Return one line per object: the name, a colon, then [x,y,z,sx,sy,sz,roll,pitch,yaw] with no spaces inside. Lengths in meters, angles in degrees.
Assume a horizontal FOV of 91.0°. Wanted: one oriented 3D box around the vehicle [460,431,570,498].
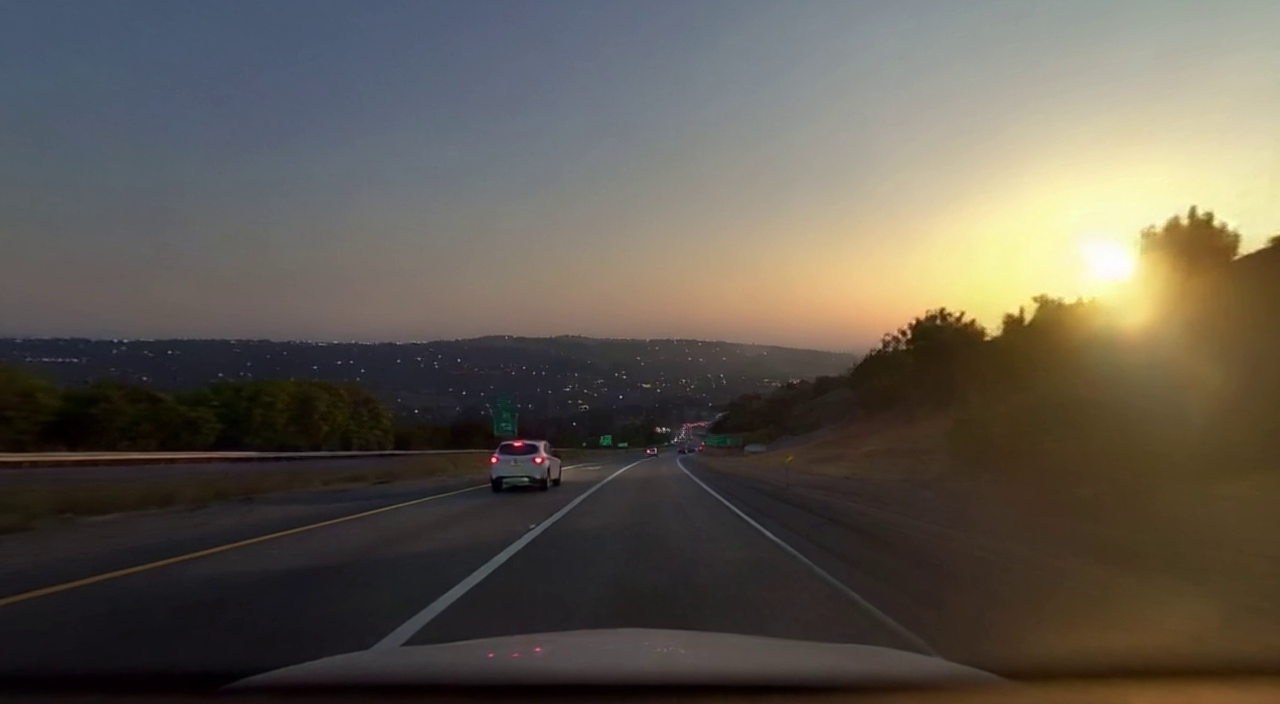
vehicle: [-3.593,3.355,19.118,2.193,1.771,4.757,0,-9,2]
